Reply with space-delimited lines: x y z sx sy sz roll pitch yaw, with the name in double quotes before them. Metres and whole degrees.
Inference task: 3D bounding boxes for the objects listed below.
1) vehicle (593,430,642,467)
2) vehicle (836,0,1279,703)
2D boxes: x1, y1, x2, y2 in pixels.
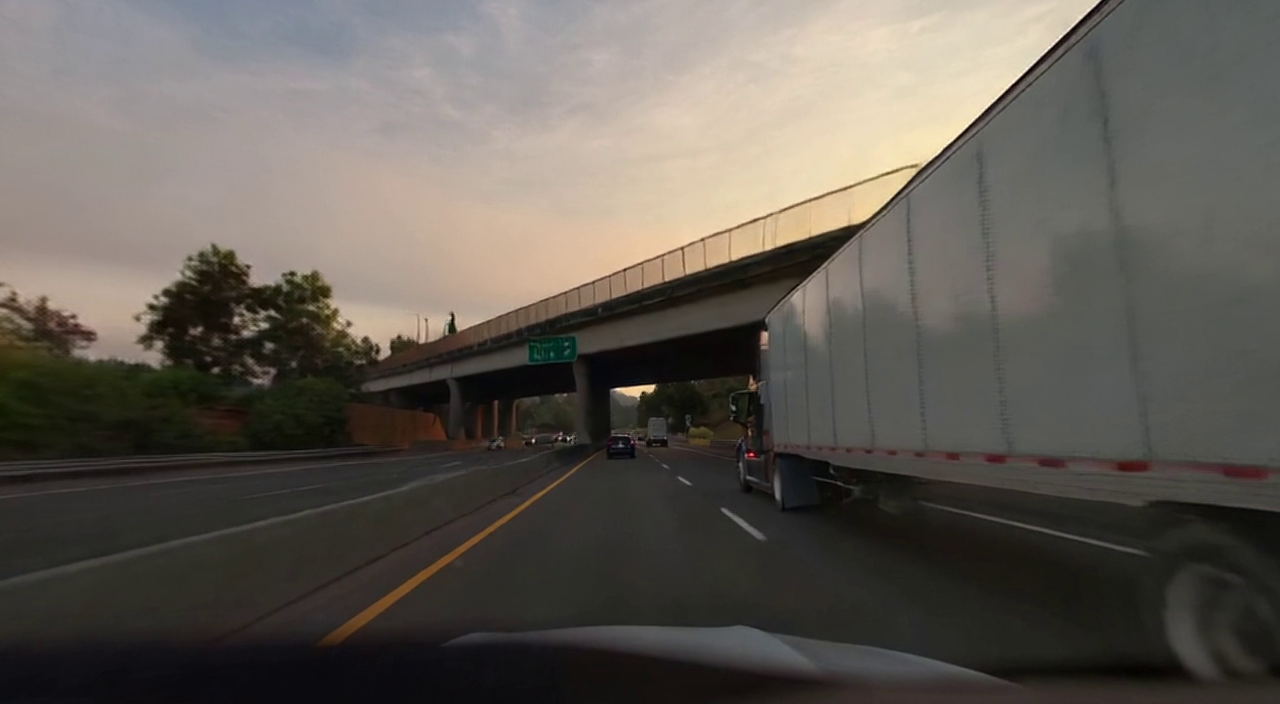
"vehicle" -0.988 4.409 28.967 2.095 1.557 3.963 0 -8 -1
"vehicle" 4.181 -0.163 3.524 2.853 4.038 9.832 0 -8 -1
